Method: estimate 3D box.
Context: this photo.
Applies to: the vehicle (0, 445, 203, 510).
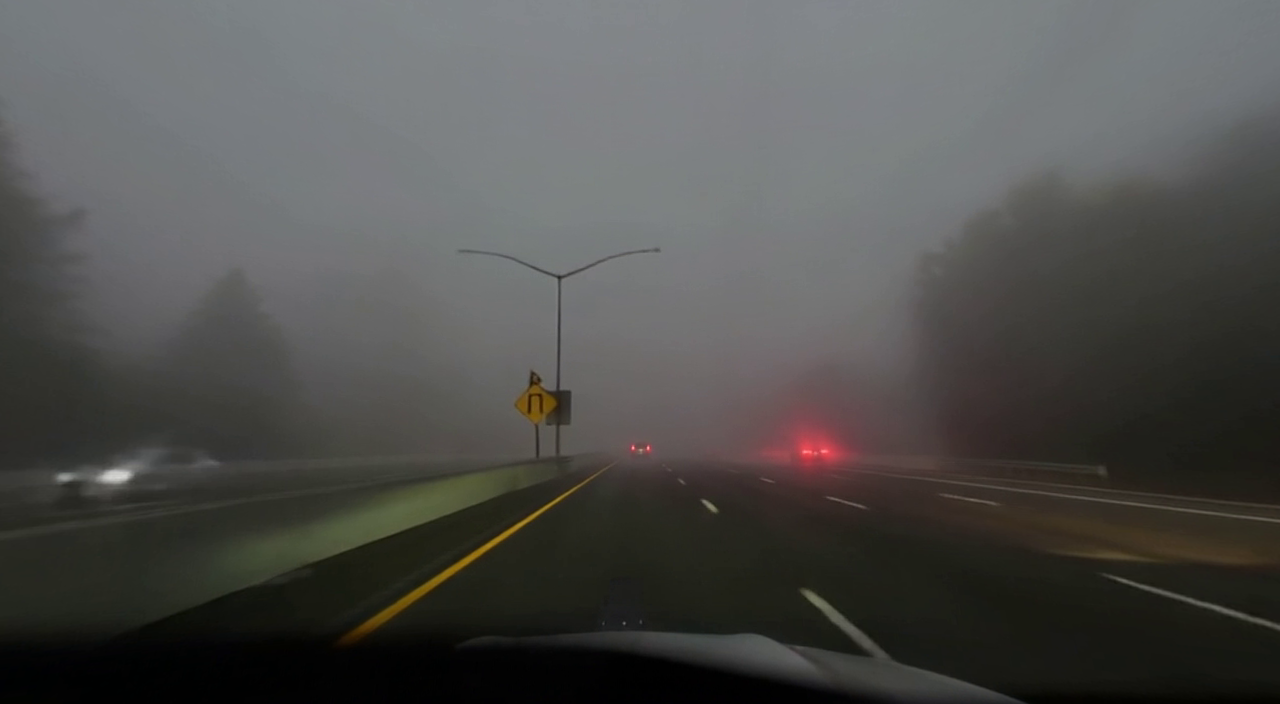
[{"bbox_3d":[-14.422,3.323,17.218,1.974,1.539,4.113,0,-8,0],"label":"vehicle"}]
